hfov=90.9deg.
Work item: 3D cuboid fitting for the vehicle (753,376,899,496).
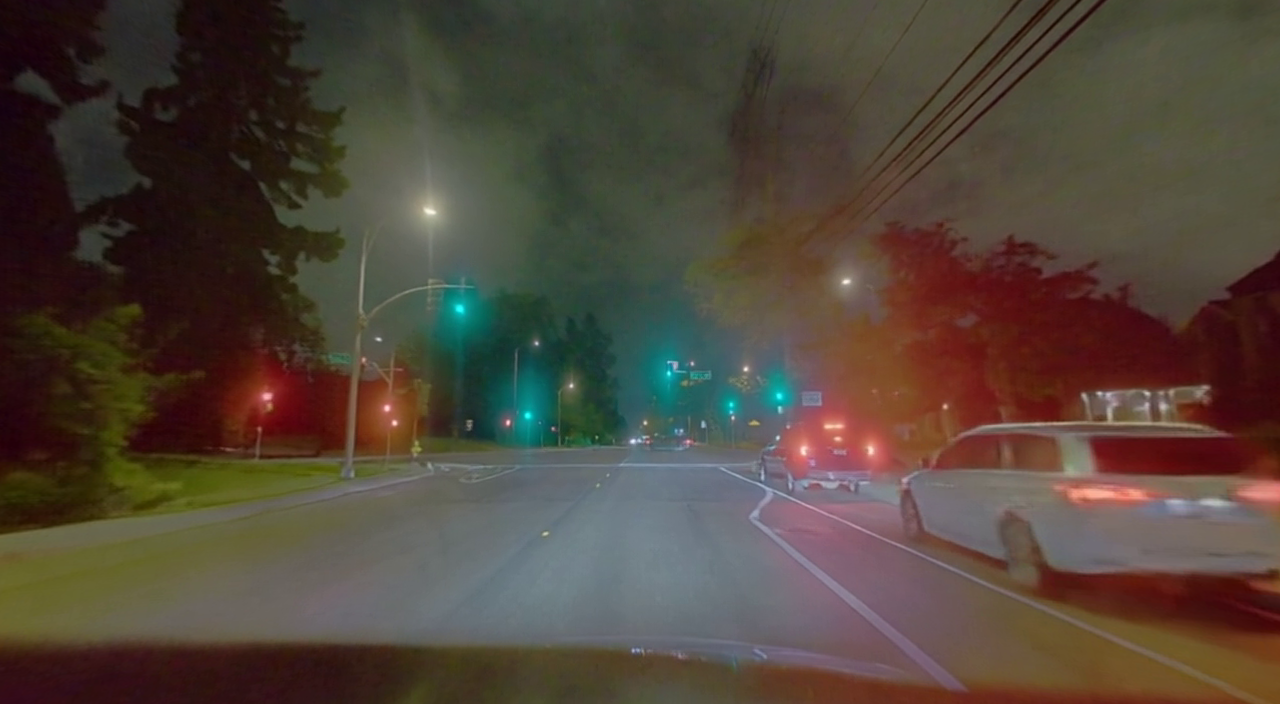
[{"bbox_3d":[4.812,2.300,17.329,2.398,2.806,4.857,0,-8,-1],"label":"vehicle"}]

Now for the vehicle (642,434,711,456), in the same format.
[{"bbox_3d":[2.465,6.377,43.319,4.606,1.452,1.917,-1,-8,3],"label":"vehicle"}]

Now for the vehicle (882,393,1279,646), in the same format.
[{"bbox_3d":[4.614,1.471,6.747,2.202,1.712,4.813,0,-8,1],"label":"vehicle"}]
